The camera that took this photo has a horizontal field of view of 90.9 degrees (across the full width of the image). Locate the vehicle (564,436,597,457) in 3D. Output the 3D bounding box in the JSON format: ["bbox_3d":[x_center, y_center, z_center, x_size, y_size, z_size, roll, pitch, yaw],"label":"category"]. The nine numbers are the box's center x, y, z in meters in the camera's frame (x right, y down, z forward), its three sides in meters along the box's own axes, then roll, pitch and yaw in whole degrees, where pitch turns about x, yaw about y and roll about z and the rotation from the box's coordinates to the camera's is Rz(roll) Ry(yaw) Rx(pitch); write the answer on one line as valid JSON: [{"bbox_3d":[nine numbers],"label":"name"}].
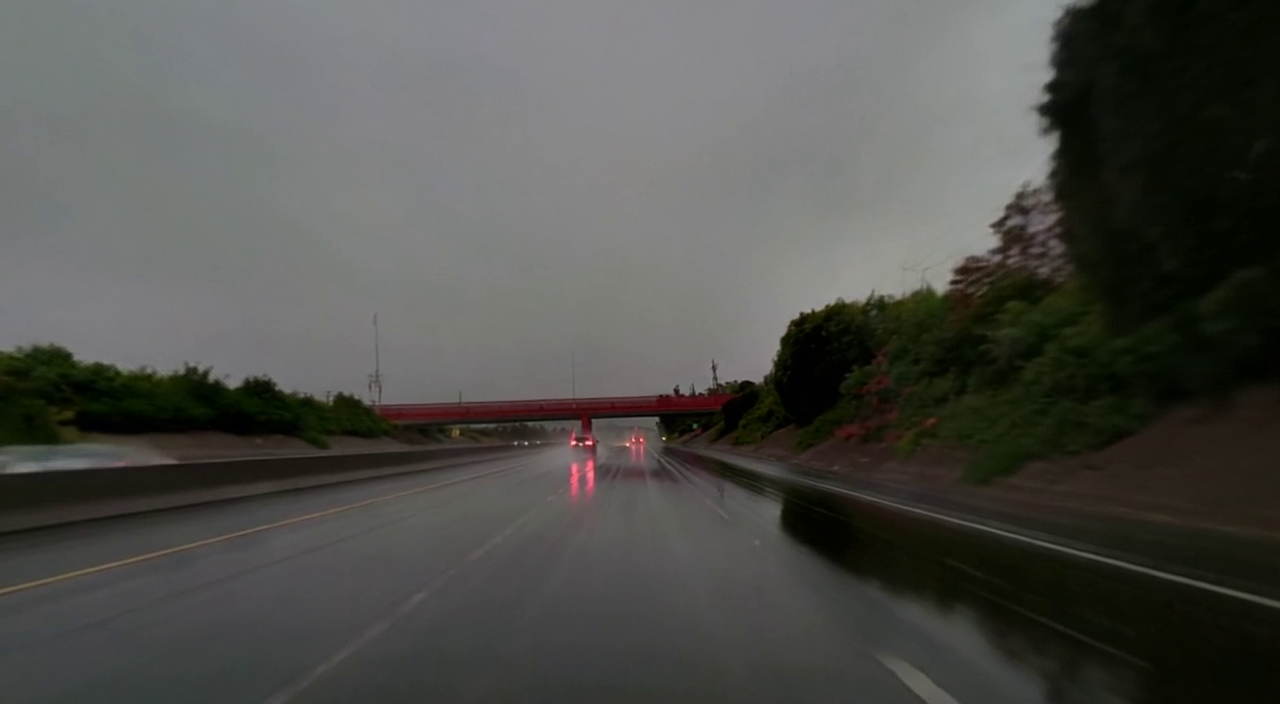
[{"bbox_3d":[-4.479,7.194,48.263,2.074,1.535,4.437,0,-8,0],"label":"vehicle"}]
